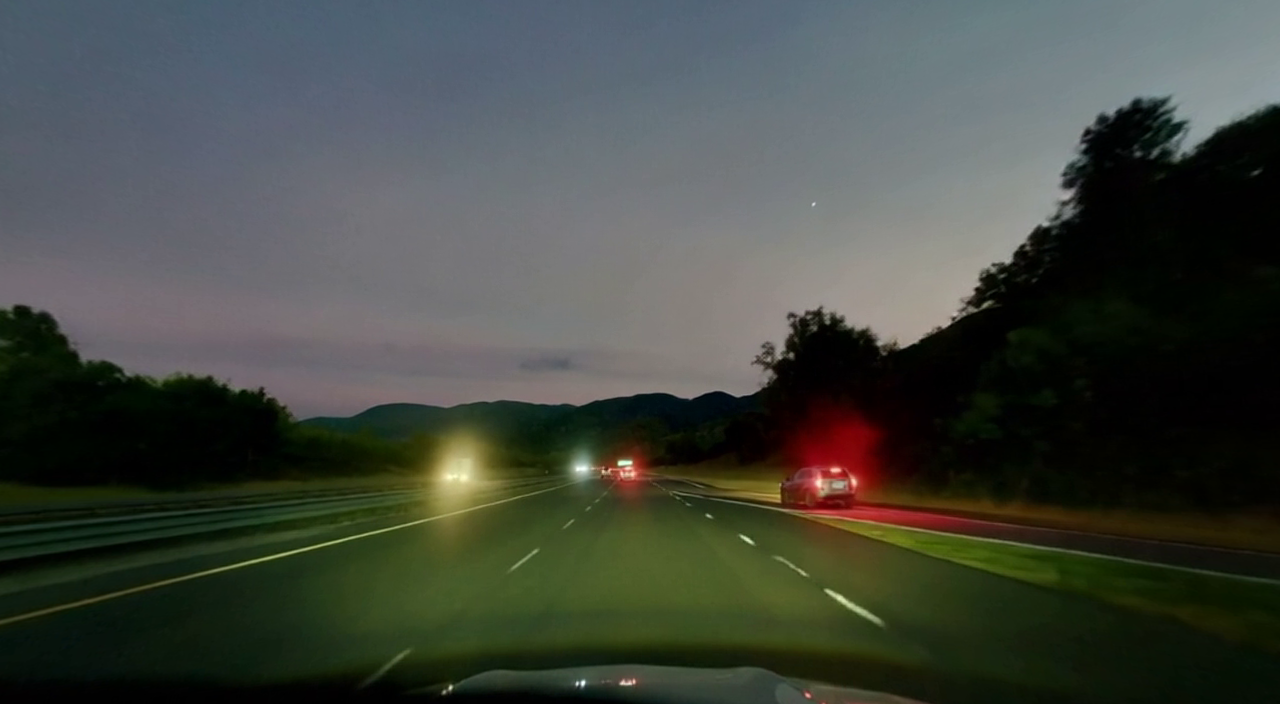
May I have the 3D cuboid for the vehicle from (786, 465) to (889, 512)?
[{"bbox_3d":[8.131,5.681,26.497,2.089,1.770,4.571,3,-11,-11],"label":"vehicle"}]
